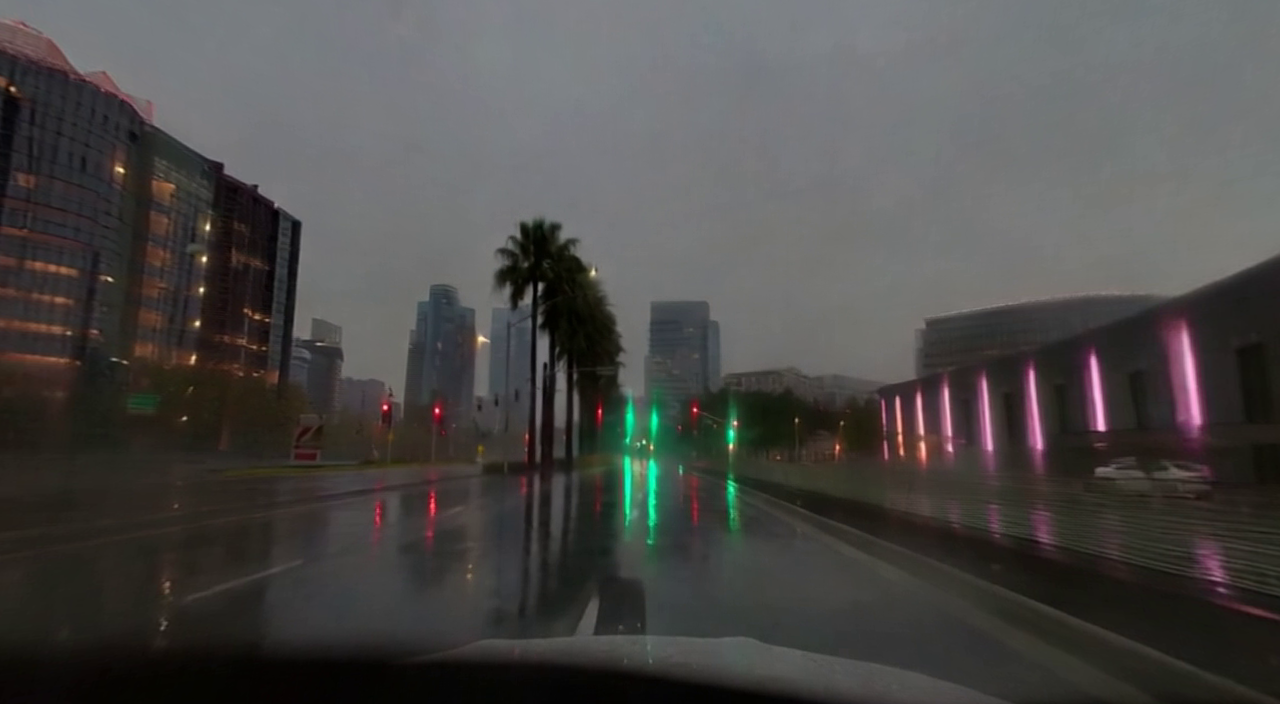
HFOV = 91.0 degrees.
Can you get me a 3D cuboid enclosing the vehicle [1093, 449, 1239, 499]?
[{"bbox_3d":[28.988,6.913,35.115,2.599,2.380,6.013,-1,-14,-2],"label":"vehicle"}]
